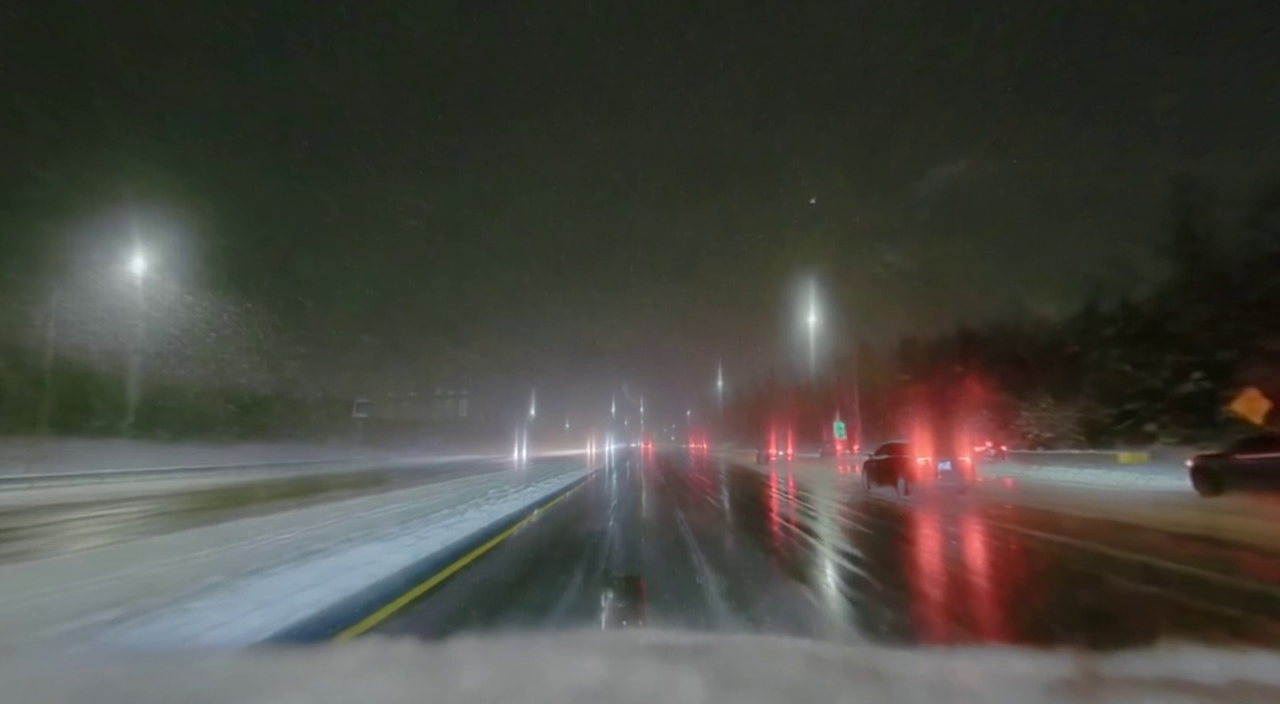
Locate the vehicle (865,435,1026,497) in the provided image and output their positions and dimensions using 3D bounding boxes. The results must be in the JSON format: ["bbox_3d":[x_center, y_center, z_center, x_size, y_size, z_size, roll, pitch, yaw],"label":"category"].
[{"bbox_3d":[8.429,3.177,18.048,2.093,1.525,4.865,0,-8,-1],"label":"vehicle"}]
